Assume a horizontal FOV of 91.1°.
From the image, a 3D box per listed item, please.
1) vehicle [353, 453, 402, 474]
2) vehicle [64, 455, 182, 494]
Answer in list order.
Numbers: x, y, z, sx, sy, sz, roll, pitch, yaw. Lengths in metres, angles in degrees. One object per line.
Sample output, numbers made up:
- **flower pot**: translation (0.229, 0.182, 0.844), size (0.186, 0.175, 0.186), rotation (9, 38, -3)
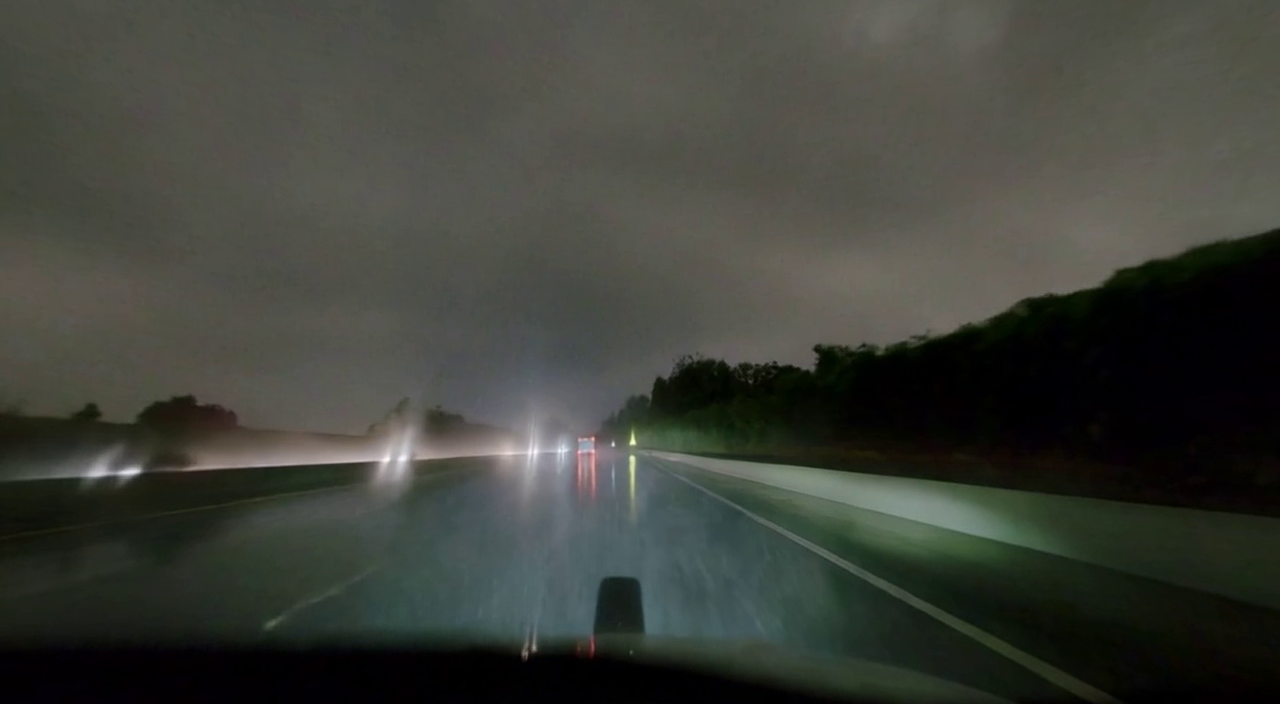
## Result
- **vehicle**: translation (-18.667, 7.924, 44.872), size (1.821, 1.437, 4.017), rotation (0, -9, -2)
- **vehicle**: translation (-21.352, 5.035, 26.176), size (1.750, 1.450, 3.731), rotation (0, -9, -1)
